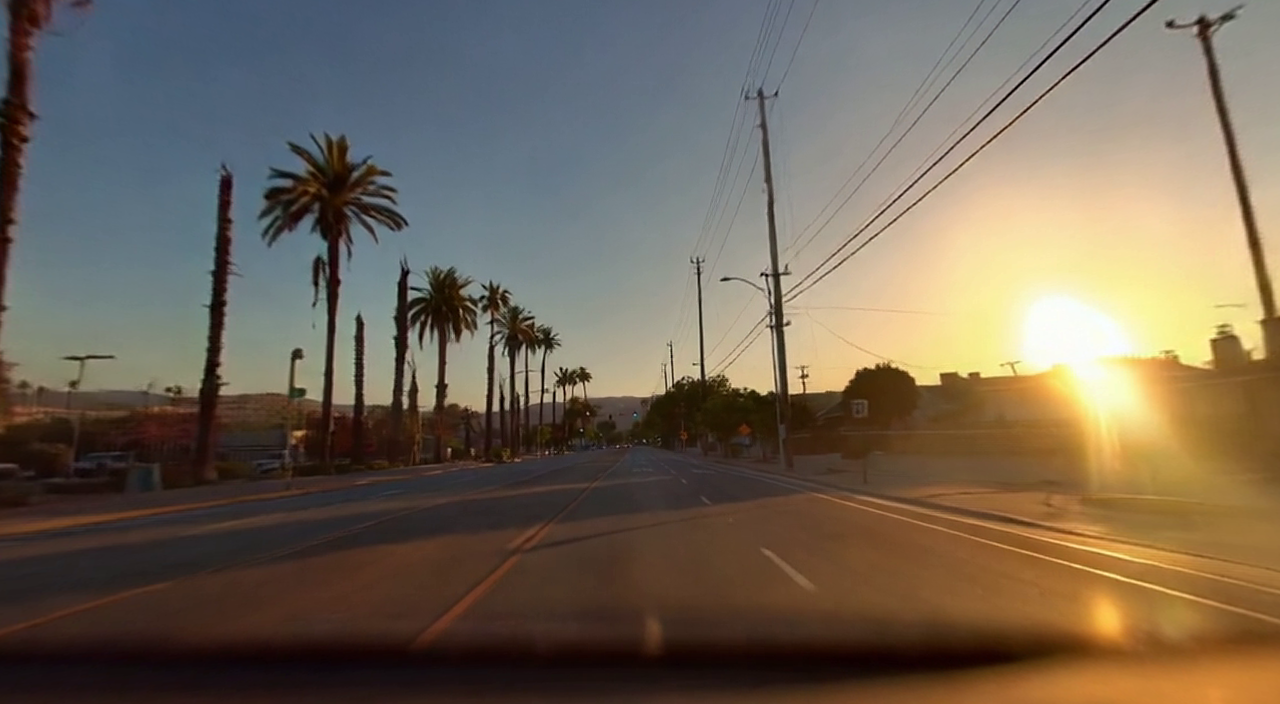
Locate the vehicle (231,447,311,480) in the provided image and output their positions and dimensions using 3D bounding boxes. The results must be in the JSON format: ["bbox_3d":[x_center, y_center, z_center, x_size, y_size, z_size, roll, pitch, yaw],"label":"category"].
[{"bbox_3d":[-25.460,7.700,43.502,5.622,1.769,2.331,-9,-8,31],"label":"vehicle"}]

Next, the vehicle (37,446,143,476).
[{"bbox_3d":[-39.576,7.882,45.654,5.244,2.021,2.086,6,-10,-29],"label":"vehicle"}]

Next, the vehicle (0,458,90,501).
[{"bbox_3d":[-26.158,5.525,27.293,4.546,1.479,2.103,-9,-8,28],"label":"vehicle"}]
